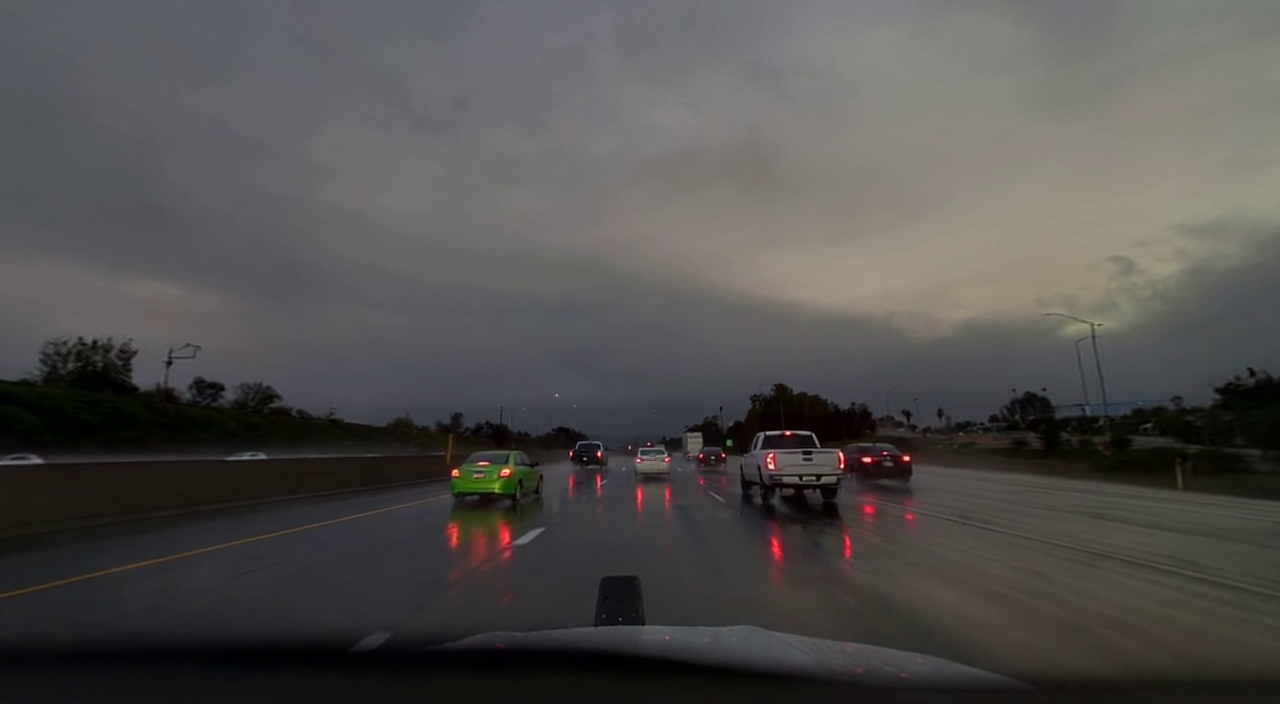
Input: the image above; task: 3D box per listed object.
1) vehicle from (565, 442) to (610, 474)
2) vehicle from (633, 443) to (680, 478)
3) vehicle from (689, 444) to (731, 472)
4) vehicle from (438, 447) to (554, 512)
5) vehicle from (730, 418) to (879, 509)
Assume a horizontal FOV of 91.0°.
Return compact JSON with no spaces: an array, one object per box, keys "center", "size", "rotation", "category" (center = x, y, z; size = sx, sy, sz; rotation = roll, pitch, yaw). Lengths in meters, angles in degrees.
[{"center":[-3.066,6.341,38.032],"size":[2.176,1.783,4.799],"rotation":[0,-9,1],"category":"vehicle"},{"center":[0.761,5.281,30.926],"size":[2.147,1.572,4.094],"rotation":[0,-9,0],"category":"vehicle"},{"center":[4.460,6.813,40.725],"size":[2.145,1.636,4.437],"rotation":[0,-9,0],"category":"vehicle"},{"center":[-3.553,3.213,16.419],"size":[1.947,1.424,4.264],"rotation":[0,-9,1],"category":"vehicle"},{"center":[3.951,2.824,16.411],"size":[2.340,1.925,5.529],"rotation":[0,-9,0],"category":"vehicle"}]
